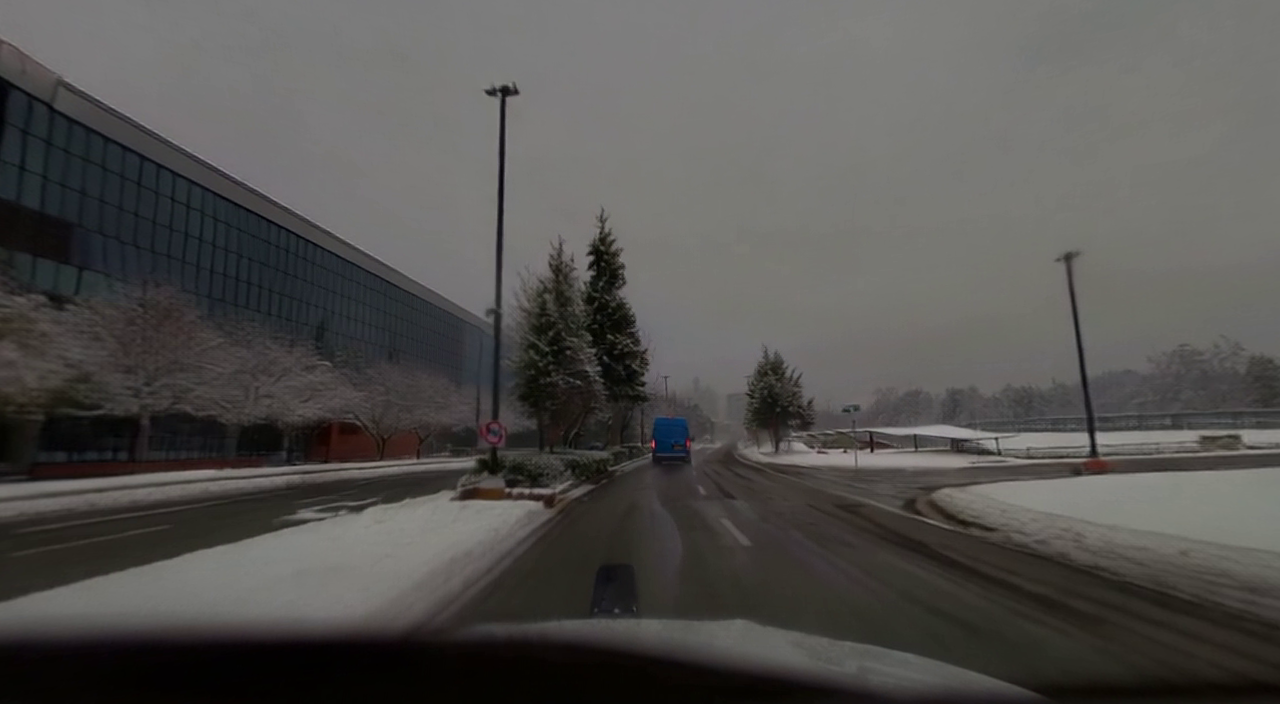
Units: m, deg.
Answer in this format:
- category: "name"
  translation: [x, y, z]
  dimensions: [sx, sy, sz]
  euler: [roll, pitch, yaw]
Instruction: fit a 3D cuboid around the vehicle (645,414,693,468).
- category: "vehicle"
  translation: [1.763, 5.087, 36.054]
  dimensions: [2.435, 2.816, 5.232]
  euler: [-1, -8, 6]
